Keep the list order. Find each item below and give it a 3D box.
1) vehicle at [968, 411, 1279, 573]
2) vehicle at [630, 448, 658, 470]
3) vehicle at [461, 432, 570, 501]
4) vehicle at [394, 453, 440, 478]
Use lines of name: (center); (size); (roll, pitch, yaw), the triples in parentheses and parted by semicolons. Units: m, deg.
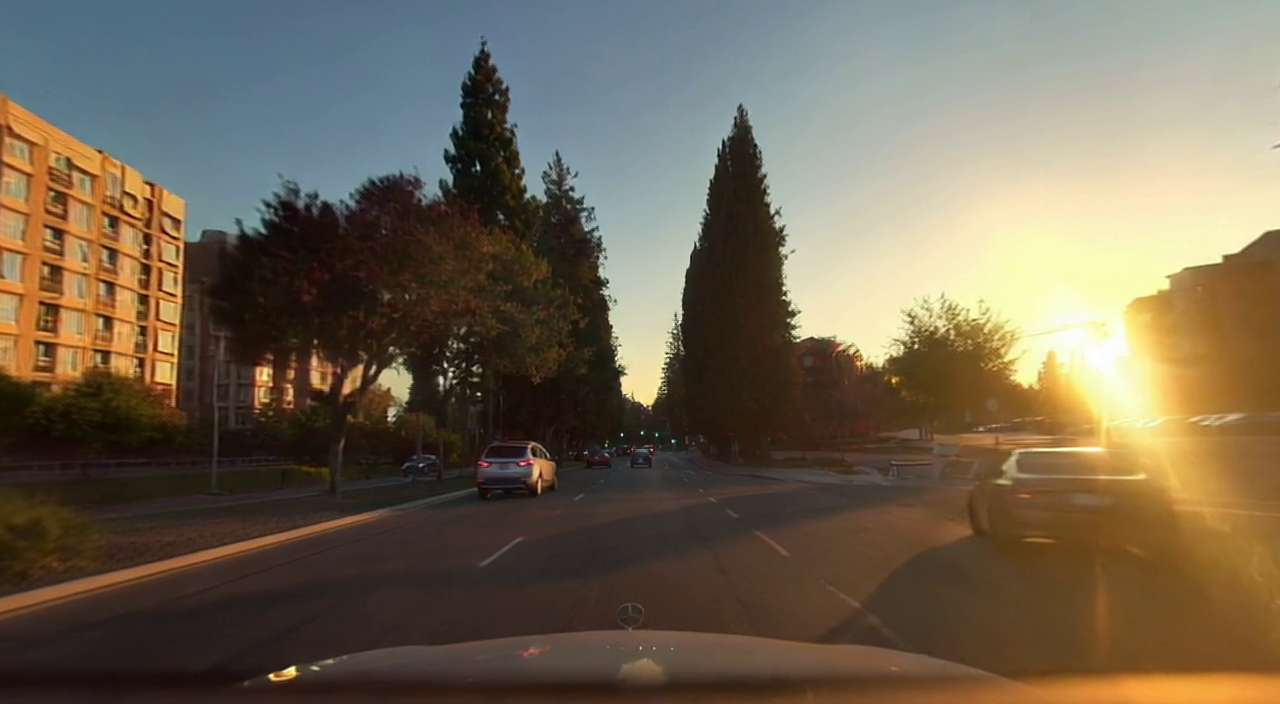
vehicle: (6.073, 1.735, 8.604); (1.969, 1.593, 4.293); (-3, -9, 17)
vehicle: (0.337, 7.798, 46.192); (1.940, 1.501, 4.133); (0, -9, 1)
vehicle: (-3.636, 3.462, 19.472); (2.216, 1.828, 4.886); (0, -9, 2)
vehicle: (-17.147, 8.713, 48.594); (1.899, 1.790, 4.340); (0, -9, 0)
